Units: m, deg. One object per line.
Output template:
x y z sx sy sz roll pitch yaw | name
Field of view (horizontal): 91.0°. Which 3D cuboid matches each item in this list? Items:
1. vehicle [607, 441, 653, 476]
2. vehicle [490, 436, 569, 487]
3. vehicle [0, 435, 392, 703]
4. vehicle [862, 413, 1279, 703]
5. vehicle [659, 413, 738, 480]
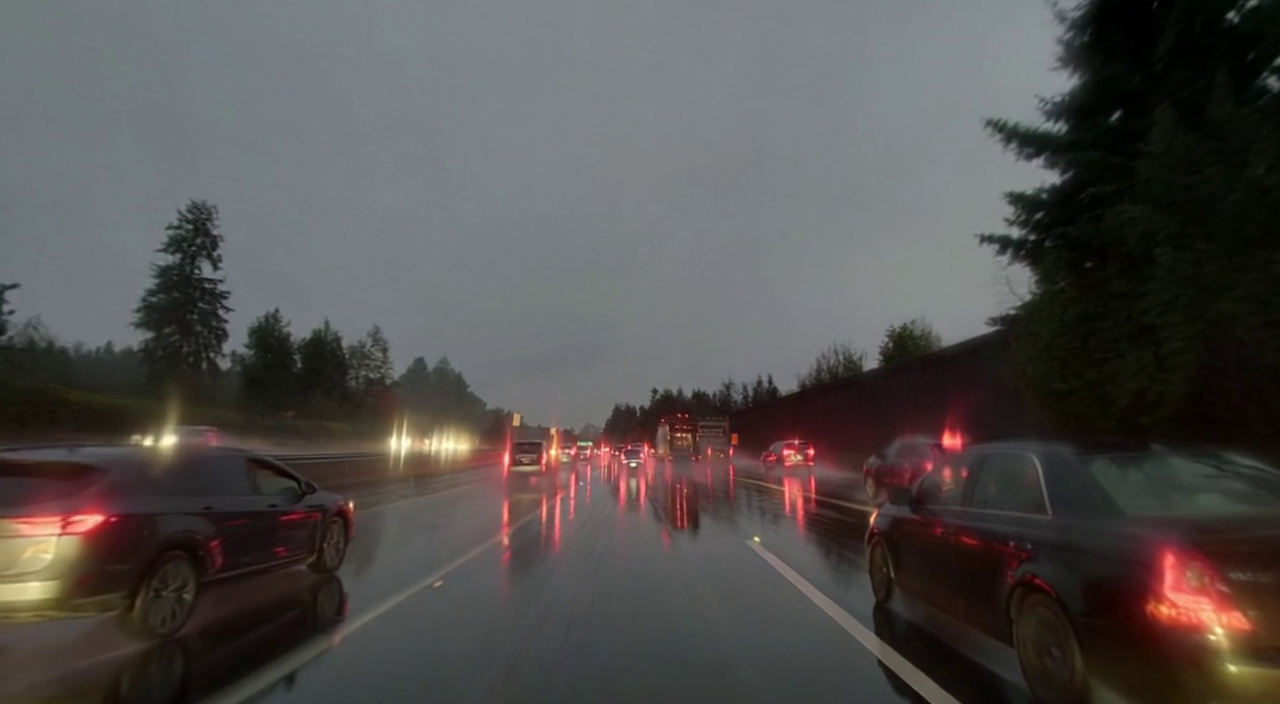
-0.502 5.541 32.881 2.235 1.682 4.094 0 -9 -1 | vehicle
-4.184 4.237 24.698 2.176 1.783 4.799 0 -9 0 | vehicle
-4.079 1.487 5.524 1.947 1.424 4.264 0 -9 2 | vehicle
3.092 1.212 3.657 2.031 1.504 4.327 0 -9 0 | vehicle
3.098 5.628 37.591 3.426 3.279 12.313 0 -9 -1 | vehicle
